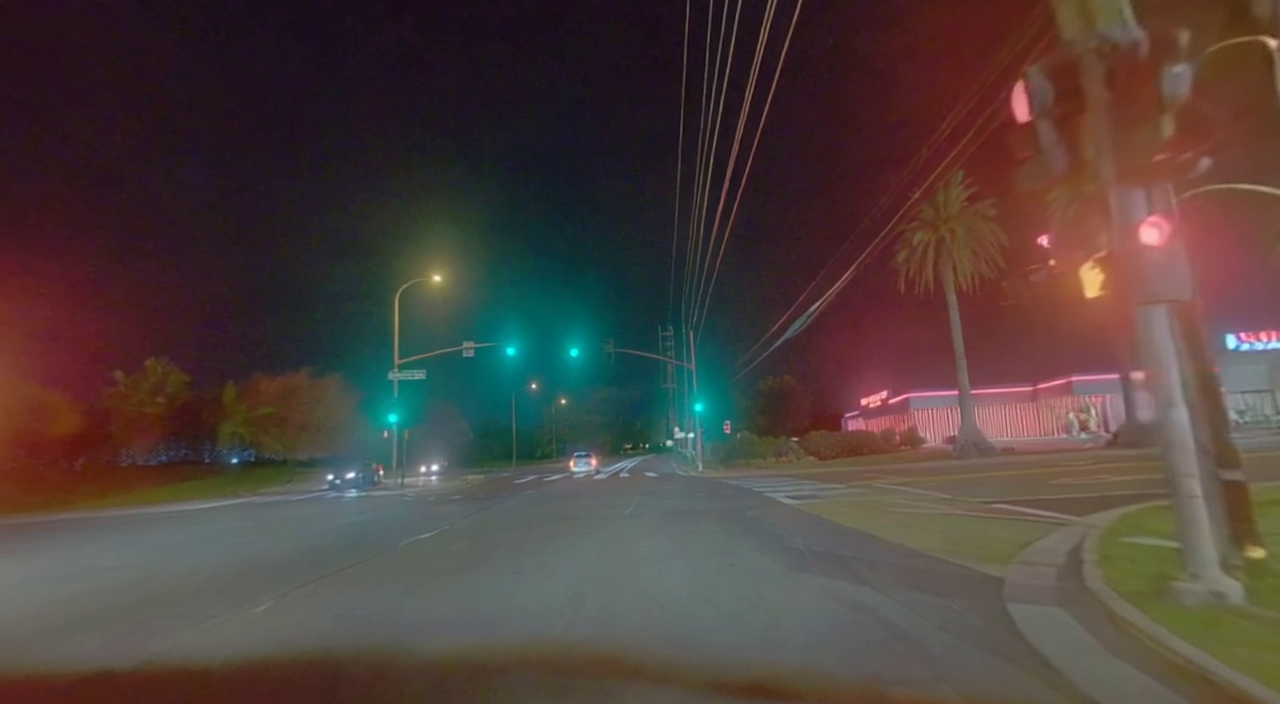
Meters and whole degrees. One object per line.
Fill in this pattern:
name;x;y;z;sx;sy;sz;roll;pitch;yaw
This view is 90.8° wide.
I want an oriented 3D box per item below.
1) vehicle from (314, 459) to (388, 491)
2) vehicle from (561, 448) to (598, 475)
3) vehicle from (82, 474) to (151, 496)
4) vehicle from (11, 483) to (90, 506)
vehicle;-15.613;6.645;34.410;1.997;1.480;4.715;0;-9;-3
vehicle;-3.558;6.484;37.730;2.063;1.474;4.334;0;-9;-4
vehicle;-41.349;10.510;49.949;3.829;1.510;1.790;0;-9;-3
vehicle;-41.629;10.064;44.664;3.543;1.445;1.912;0;-9;-3
